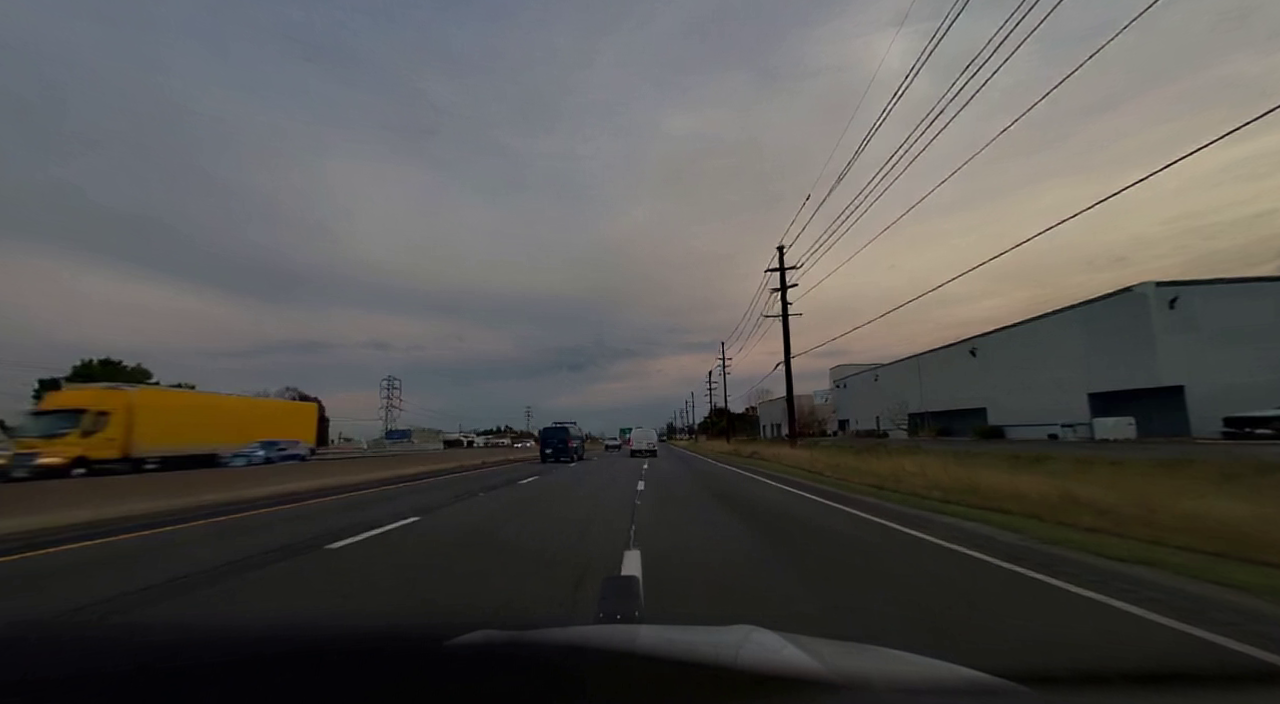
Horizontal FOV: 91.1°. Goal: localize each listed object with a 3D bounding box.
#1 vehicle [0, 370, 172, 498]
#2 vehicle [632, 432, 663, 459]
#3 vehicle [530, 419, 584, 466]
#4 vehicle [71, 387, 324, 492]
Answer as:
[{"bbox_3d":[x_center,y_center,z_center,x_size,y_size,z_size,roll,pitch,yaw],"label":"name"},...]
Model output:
[{"bbox_3d":[-18.605,2.694,20.768,3.154,3.819,3.765,0,-7,0],"label":"vehicle"},{"bbox_3d":[0.534,7.131,48.125,2.213,1.997,4.456,0,-8,-1],"label":"vehicle"},{"bbox_3d":[-5.090,5.664,39.644,2.437,2.677,6.858,0,-8,0],"label":"vehicle"},{"bbox_3d":[-18.440,3.832,27.869,2.816,3.644,11.322,0,-8,1],"label":"vehicle"}]
